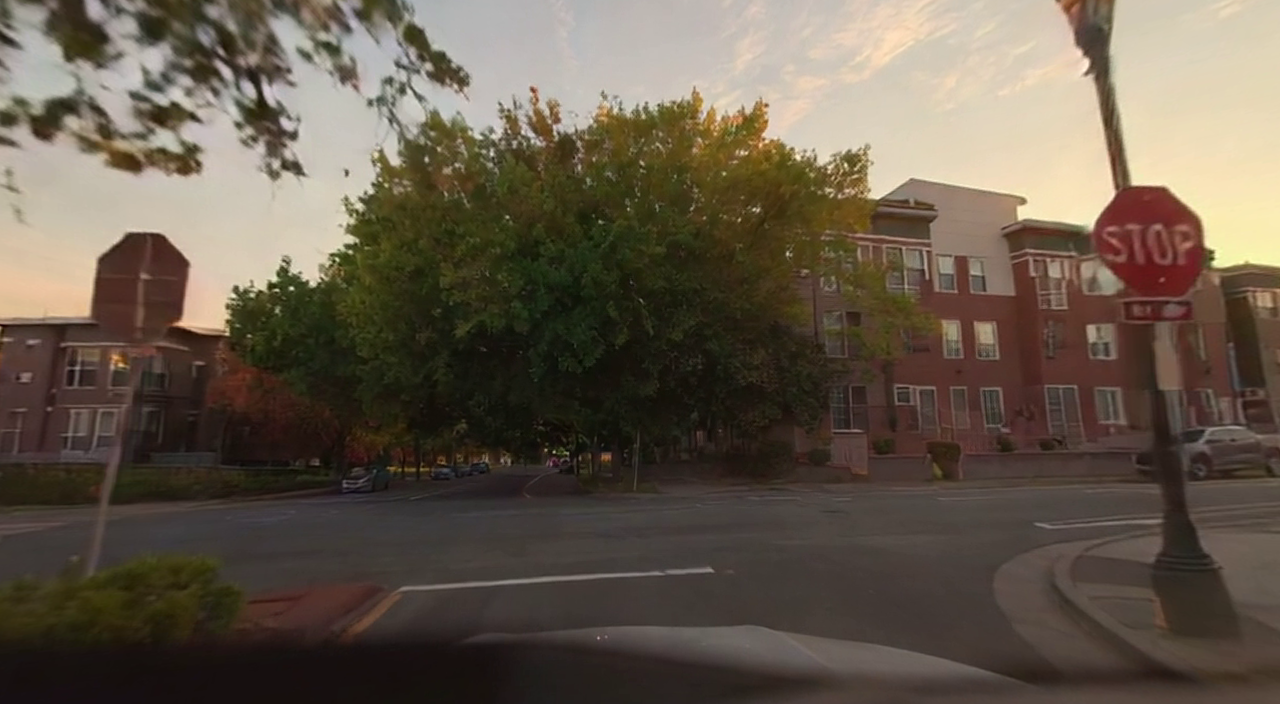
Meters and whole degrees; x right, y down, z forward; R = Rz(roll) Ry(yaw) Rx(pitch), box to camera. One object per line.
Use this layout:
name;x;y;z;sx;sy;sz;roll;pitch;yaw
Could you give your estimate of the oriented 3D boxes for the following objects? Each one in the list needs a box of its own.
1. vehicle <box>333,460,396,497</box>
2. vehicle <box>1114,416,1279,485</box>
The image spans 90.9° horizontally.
vehicle;-13.357;6.134;30.843;2.027;1.475;4.522;0;-8;-13
vehicle;18.455;3.072;19.746;5.213;1.850;2.126;-4;-11;4
